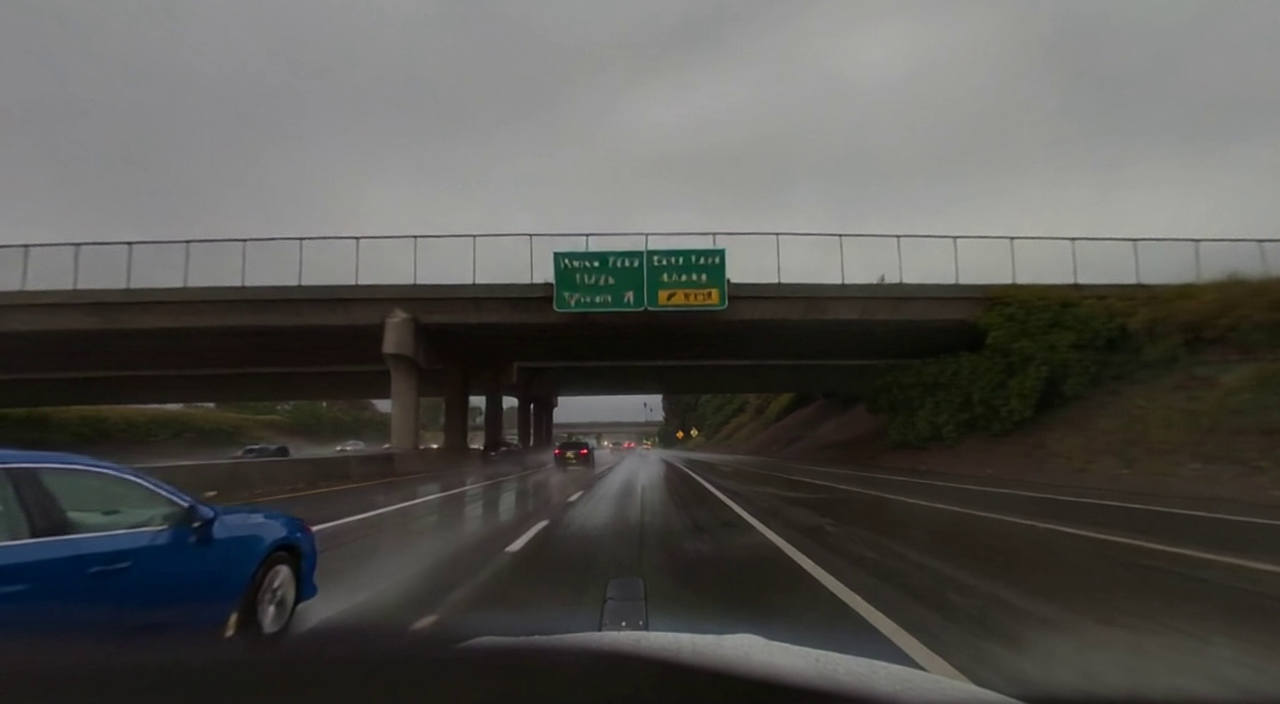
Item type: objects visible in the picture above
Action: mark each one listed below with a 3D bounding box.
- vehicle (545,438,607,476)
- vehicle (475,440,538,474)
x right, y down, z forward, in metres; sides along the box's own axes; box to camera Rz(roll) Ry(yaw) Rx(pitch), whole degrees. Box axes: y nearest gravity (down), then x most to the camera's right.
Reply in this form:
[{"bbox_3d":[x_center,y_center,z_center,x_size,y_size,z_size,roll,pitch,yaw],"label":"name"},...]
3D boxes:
[{"bbox_3d":[-2.858,4.824,29.216,2.210,1.628,4.586,-1,-8,2],"label":"vehicle"},{"bbox_3d":[-6.593,5.259,31.755,2.069,1.551,4.830,0,-8,1],"label":"vehicle"}]
